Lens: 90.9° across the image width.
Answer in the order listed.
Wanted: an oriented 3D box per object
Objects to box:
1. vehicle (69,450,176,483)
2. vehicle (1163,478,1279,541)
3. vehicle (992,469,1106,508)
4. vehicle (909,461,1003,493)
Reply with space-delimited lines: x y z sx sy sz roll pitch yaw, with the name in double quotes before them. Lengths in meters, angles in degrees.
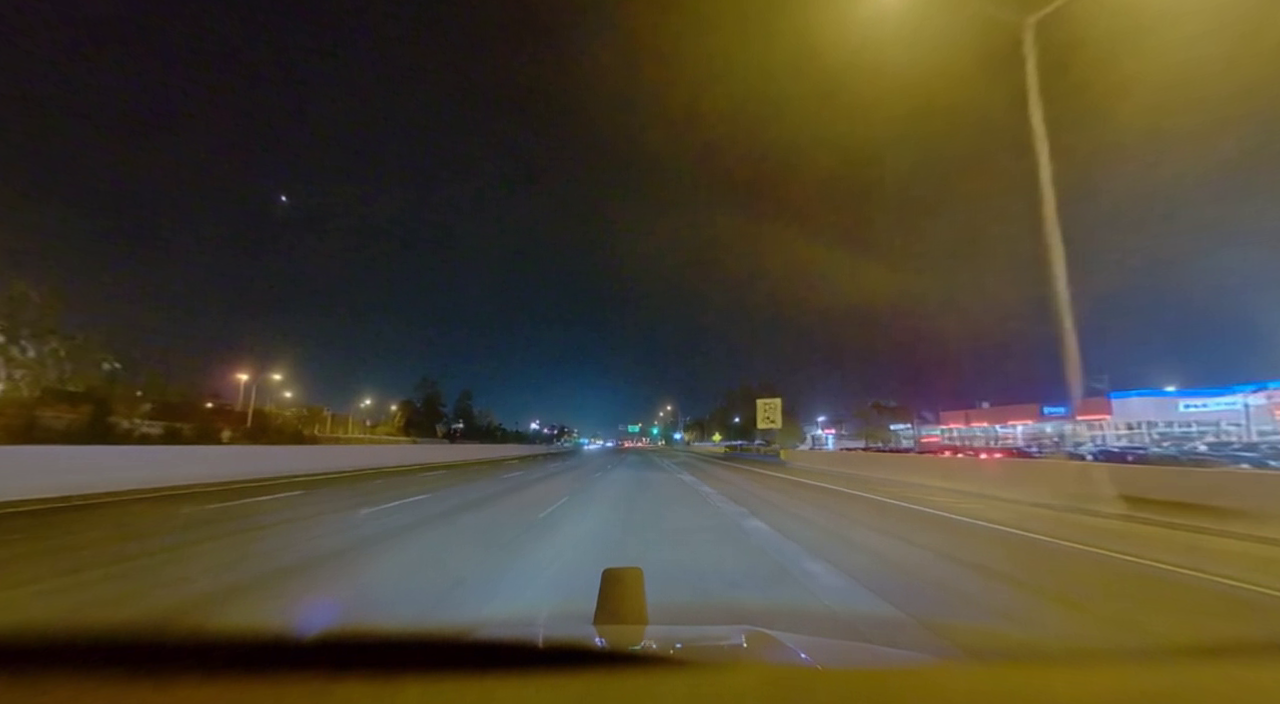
"vehicle" -24.789 5.478 30.407 1.735 1.428 4.003 0 -8 1
"vehicle" 16.342 4.130 16.705 3.313 1.353 1.630 -4 -9 5
"vehicle" 15.905 5.318 24.631 3.323 1.358 1.599 0 -8 -3
"vehicle" 16.262 6.461 32.596 3.909 1.410 1.657 -1 -7 -1
